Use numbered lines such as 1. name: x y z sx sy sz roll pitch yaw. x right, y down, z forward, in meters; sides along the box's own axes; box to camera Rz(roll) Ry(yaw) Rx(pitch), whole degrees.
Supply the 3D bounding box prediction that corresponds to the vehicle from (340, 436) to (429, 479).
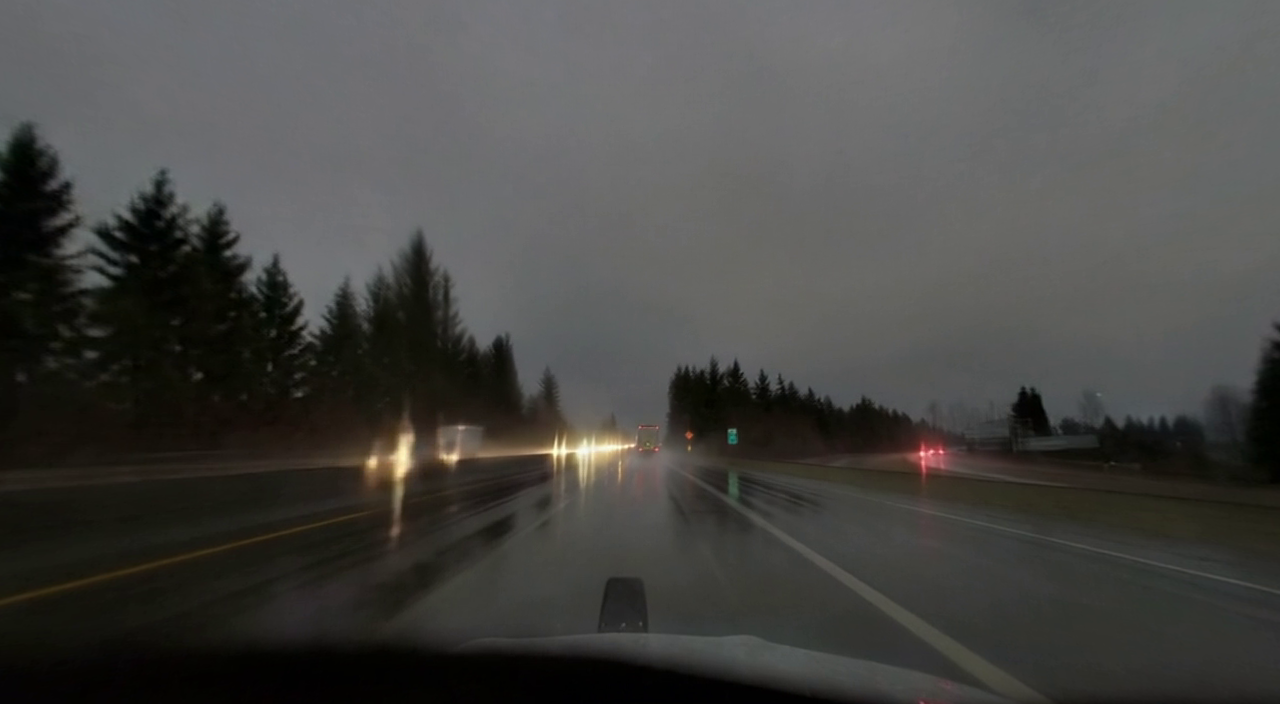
1. vehicle: -11.843 4.937 29.680 2.034 1.856 4.993 0 -9 1
